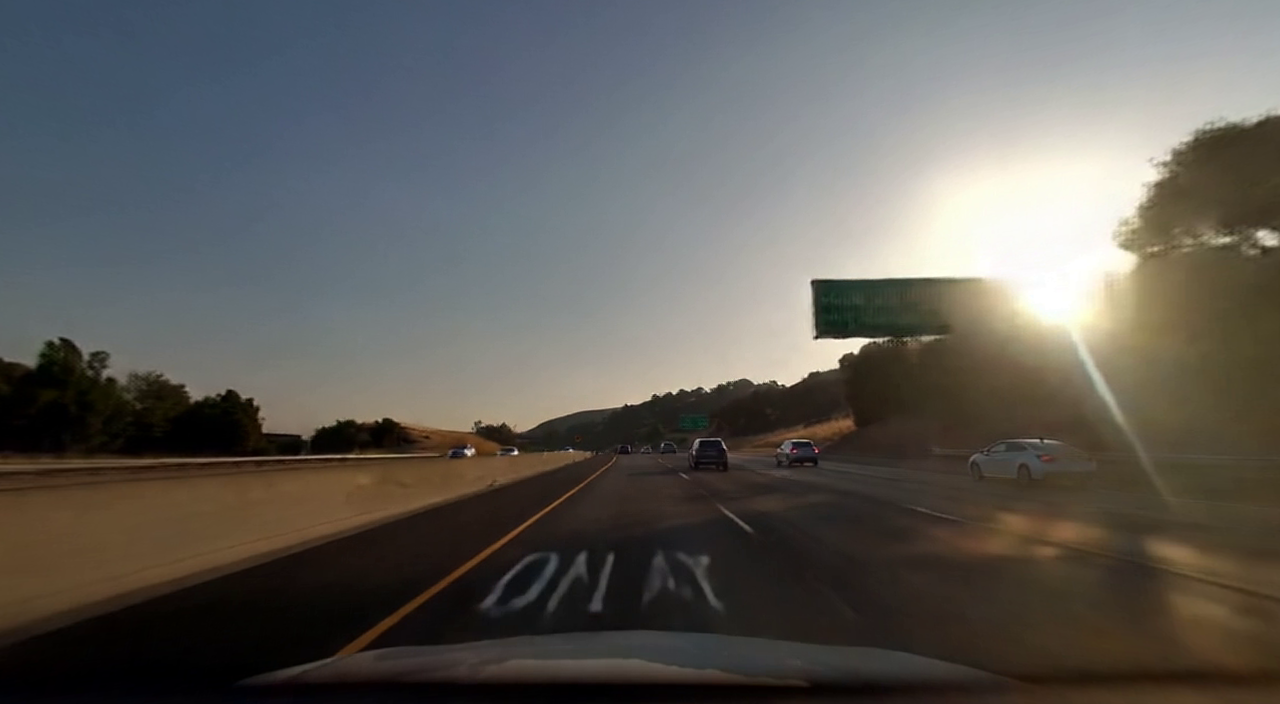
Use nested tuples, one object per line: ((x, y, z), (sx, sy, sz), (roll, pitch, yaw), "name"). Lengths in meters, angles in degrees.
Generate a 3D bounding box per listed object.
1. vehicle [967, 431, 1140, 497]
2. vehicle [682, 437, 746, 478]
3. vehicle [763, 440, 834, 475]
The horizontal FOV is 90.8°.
((10.886, 2.964, 17.069), (1.844, 1.560, 4.085), (0, -9, -1), "vehicle")
((3.034, 4.445, 26.873), (1.977, 1.601, 4.598), (0, -9, -2), "vehicle")
((7.051, 4.731, 28.542), (1.952, 1.442, 4.259), (0, -9, -2), "vehicle")
